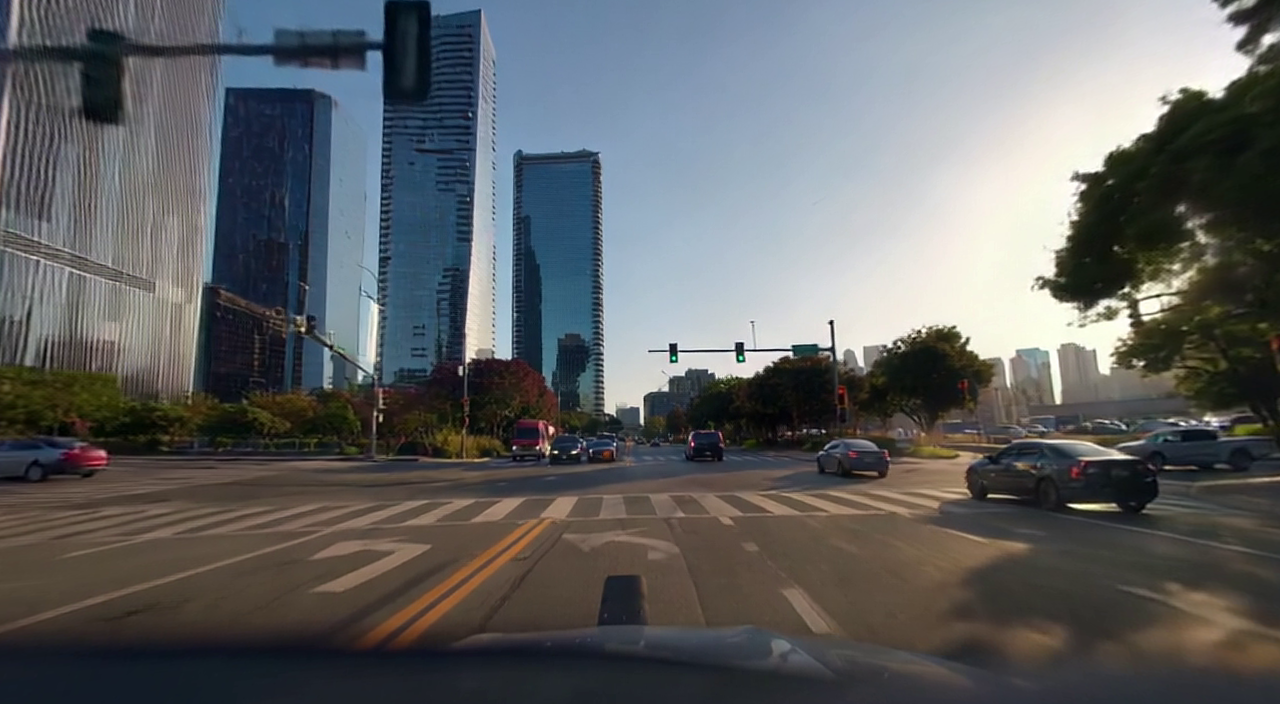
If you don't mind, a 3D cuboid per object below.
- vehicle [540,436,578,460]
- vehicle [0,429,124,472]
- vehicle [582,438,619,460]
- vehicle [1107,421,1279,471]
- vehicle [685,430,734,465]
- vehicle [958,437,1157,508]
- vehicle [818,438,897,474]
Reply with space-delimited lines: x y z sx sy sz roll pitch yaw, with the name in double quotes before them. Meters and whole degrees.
"vehicle" -6.039 7.268 47.438 2.182 1.677 4.384 0 -9 2
"vehicle" -22.945 3.745 23.868 4.856 1.528 2.053 -1 -9 1
"vehicle" -2.688 6.820 44.074 2.147 1.481 4.331 0 -9 2
"vehicle" 23.996 4.026 26.748 6.170 1.978 2.399 0 -10 0
"vehicle" 3.713 5.237 34.392 2.203 1.801 4.331 0 -9 0
"vehicle" 9.877 2.857 15.376 1.896 1.463 4.296 0 -9 0
"vehicle" 9.496 4.573 27.793 1.860 1.460 4.379 0 -9 -1
